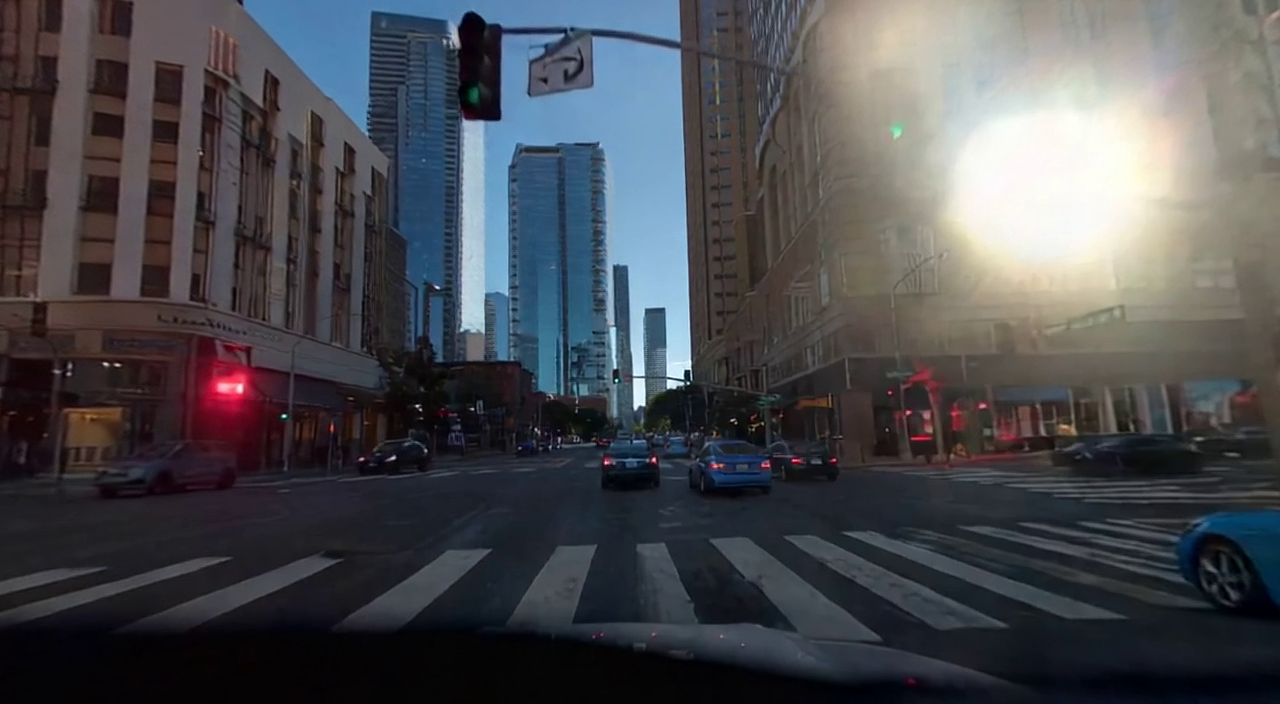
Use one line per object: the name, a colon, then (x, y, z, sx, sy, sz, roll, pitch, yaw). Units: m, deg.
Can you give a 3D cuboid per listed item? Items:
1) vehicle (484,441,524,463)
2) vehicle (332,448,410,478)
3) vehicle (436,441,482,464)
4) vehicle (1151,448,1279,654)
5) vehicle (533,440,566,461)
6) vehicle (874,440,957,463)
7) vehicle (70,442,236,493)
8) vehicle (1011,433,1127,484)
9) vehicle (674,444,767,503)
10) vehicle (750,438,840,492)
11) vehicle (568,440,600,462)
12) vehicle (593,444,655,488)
vehicle: (-10.216, 7.531, 47.720, 1.965, 1.527, 4.703, 0, -9, 0)
vehicle: (-12.960, 5.360, 30.762, 1.939, 1.326, 4.340, 0, -9, 0)
vehicle: (-13.213, 7.369, 46.338, 2.048, 1.609, 4.477, 0, -9, 0)
vehicle: (5.653, 1.253, 3.350, 1.914, 1.484, 4.639, 0, -9, -1)
vehicle: (-7.108, 7.797, 49.902, 2.009, 1.488, 4.277, -2, -8, -1)
vehicle: (18.935, 6.840, 43.501, 4.862, 1.495, 1.956, 1, -9, -7)
vehicle: (-16.445, 3.910, 21.745, 1.877, 1.508, 4.760, 0, -9, 0)
vehicle: (16.795, 4.124, 24.674, 4.640, 1.794, 2.008, 6, -11, -34)
vehicle: (2.210, 3.484, 18.580, 1.987, 1.484, 4.427, 0, -9, -2)
vehicle: (5.472, 4.040, 22.950, 2.015, 1.745, 4.444, 0, -9, -2)
vehicle: (-4.310, 7.701, 49.491, 2.113, 1.564, 4.359, -2, -8, 0)
vehicle: (-0.599, 4.171, 23.484, 2.096, 1.457, 4.160, 0, -9, -1)
